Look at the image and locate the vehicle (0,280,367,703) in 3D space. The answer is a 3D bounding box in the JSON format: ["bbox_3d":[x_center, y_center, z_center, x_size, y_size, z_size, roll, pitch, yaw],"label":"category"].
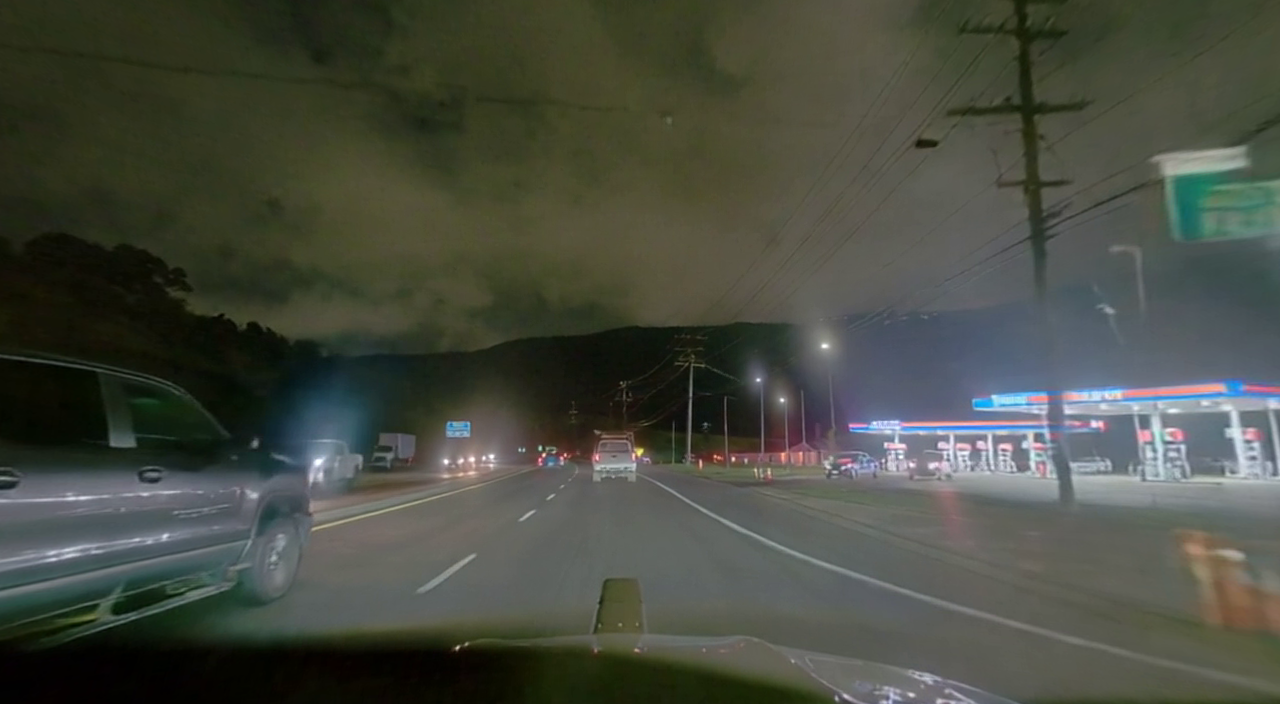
[{"bbox_3d":[-3.815,0.817,3.215,2.345,2.012,5.693,0,-9,-1],"label":"vehicle"}]

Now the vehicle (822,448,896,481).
[{"bbox_3d":[14.031,7.106,40.323,5.331,1.917,2.166,8,-12,-43],"label":"vehicle"}]

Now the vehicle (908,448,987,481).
[{"bbox_3d":[18.821,6.805,38.586,5.424,1.844,2.255,7,-11,-40],"label":"vehicle"}]

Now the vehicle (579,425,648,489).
[{"bbox_3d":[-1.085,4.211,25.556,2.486,2.280,5.291,0,-9,-3],"label":"vehicle"}]

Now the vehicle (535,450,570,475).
[{"bbox_3d":[-5.637,7.172,41.172,1.972,1.496,4.150,1,-9,-4],"label":"vehicle"}]

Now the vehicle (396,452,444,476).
[{"bbox_3d":[-15.038,7.644,43.342,1.993,1.455,3.967,0,-9,-3],"label":"vehicle"}]
